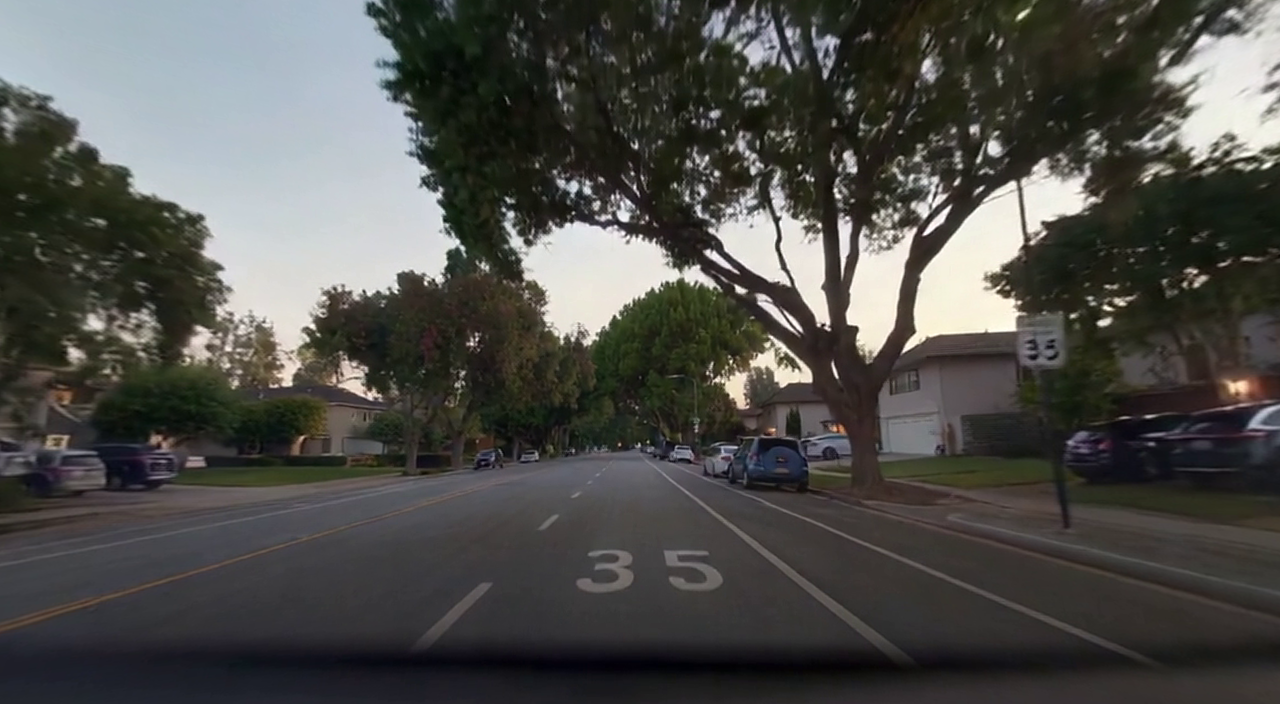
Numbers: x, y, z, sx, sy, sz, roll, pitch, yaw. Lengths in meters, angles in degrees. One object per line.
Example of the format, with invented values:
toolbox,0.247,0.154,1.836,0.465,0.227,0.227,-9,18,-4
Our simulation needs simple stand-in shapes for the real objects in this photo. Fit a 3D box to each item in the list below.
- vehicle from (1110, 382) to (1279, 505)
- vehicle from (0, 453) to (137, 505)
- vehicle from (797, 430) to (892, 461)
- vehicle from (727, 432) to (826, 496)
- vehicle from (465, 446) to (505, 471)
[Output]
vehicle,12.270,1.619,11.648,5.278,1.981,2.304,-1,-9,-2
vehicle,-18.543,3.884,19.502,4.346,1.490,1.911,0,-8,-1
vehicle,12.074,5.530,37.491,4.912,1.734,2.006,0,-8,-2
vehicle,4.045,3.388,19.523,1.915,1.715,4.451,0,-8,-2
vehicle,-11.612,7.994,47.750,2.091,1.717,4.392,0,-8,-3
